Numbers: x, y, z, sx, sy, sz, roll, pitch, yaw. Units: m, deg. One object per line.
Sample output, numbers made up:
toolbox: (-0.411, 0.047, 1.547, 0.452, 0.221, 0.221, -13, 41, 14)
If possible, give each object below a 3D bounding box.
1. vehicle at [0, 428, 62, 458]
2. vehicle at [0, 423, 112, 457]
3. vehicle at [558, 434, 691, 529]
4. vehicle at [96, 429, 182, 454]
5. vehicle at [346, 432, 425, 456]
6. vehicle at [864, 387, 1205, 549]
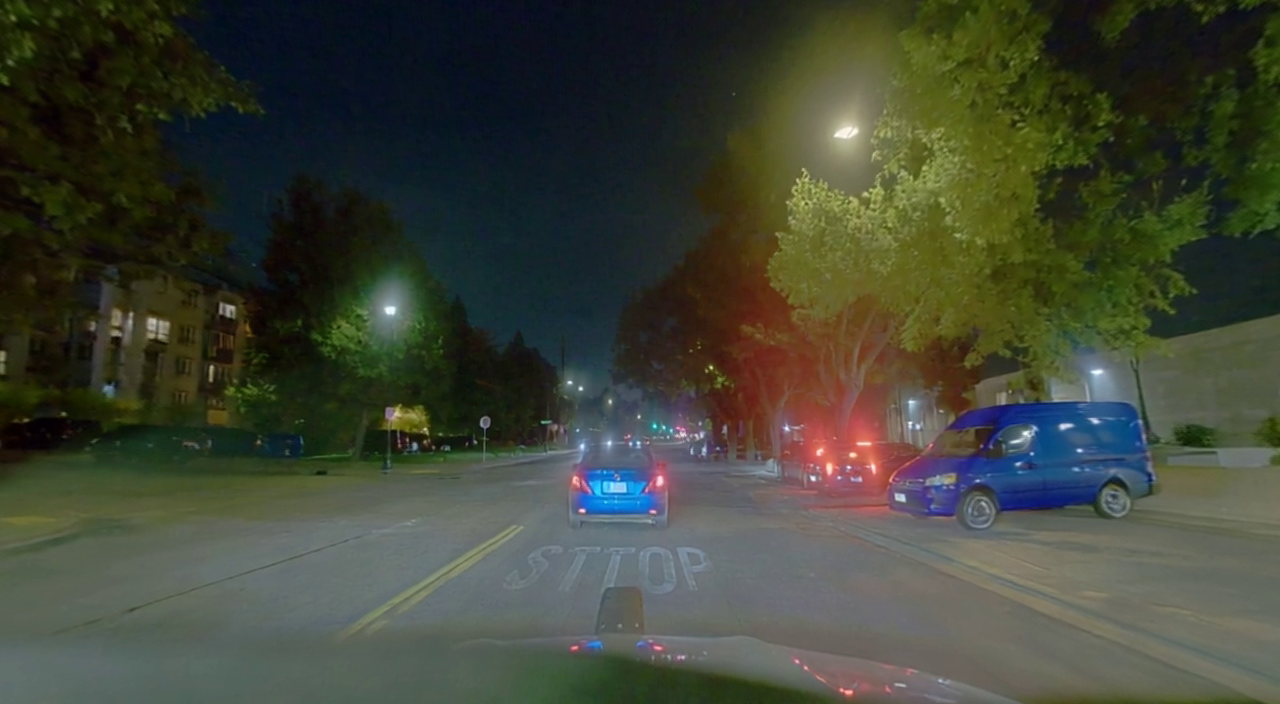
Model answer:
vehicle: (-31.827, 4.535, 31.411, 4.168, 1.458, 1.904, 0, -9, -2)
vehicle: (-31.835, 4.785, 34.275, 4.438, 1.814, 2.044, 0, -9, -1)
vehicle: (-0.371, 2.361, 12.159, 2.065, 1.450, 4.522, 1, -8, -3)
vehicle: (-31.791, 5.696, 40.158, 3.915, 1.574, 1.850, 0, -9, 3)
vehicle: (-18.409, 6.647, 45.820, 4.892, 1.679, 1.927, 1, -9, -7)
vehicle: (6.650, 1.859, 10.620, 5.385, 2.146, 2.143, 4, -9, -25)
